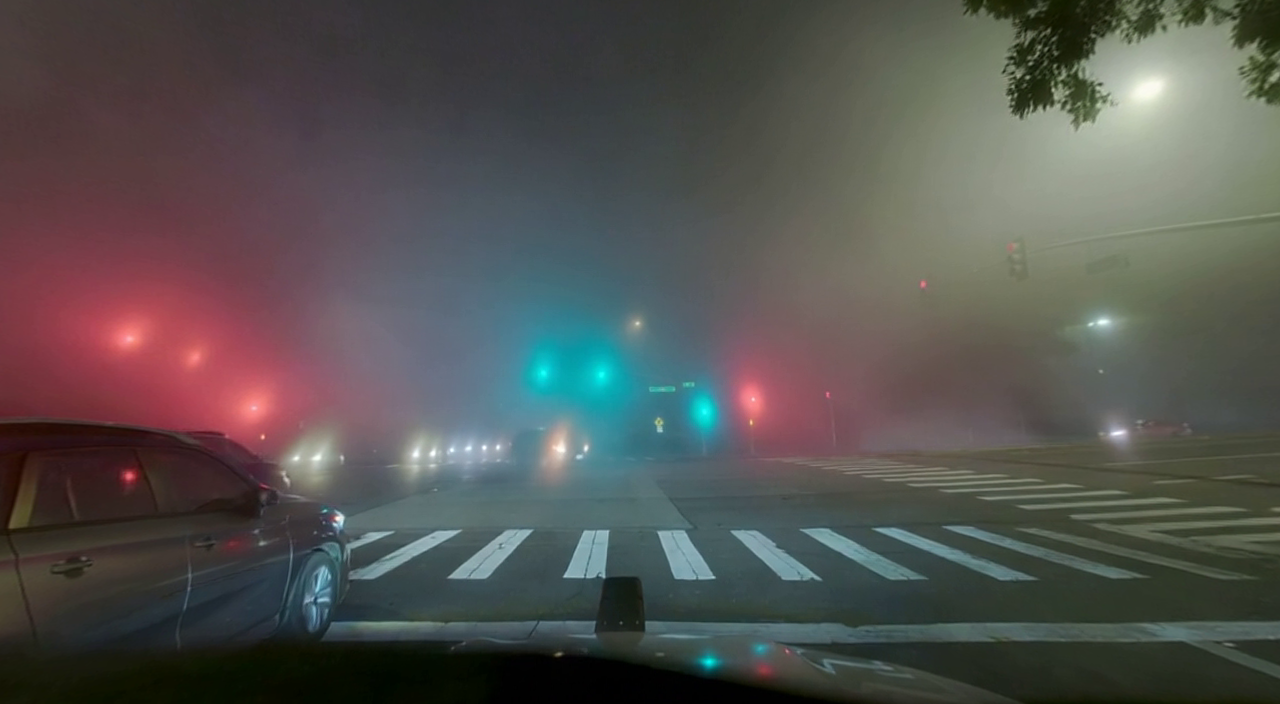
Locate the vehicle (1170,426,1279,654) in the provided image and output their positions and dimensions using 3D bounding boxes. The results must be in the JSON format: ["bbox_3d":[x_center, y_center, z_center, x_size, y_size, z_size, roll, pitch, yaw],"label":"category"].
[{"bbox_3d":[4.943,0.984,2.549,1.949,1.449,4.530,-1,-8,5],"label":"vehicle"}]

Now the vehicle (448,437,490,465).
[{"bbox_3d":[-12.815,7.415,47.538,2.051,1.715,4.346,-3,-6,-2],"label":"vehicle"}]

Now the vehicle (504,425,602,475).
[{"bbox_3d":[-3.743,4.097,26.500,2.109,1.871,4.778,6,-10,-35],"label":"vehicle"}]

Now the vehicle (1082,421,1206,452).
[{"bbox_3d":[25.485,4.307,32.052,4.660,1.495,2.007,0,-8,-3],"label":"vehicle"}]

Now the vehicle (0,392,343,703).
[{"bbox_3d":[-3.075,0.893,2.148,1.919,1.478,4.720,0,-8,-1],"label":"vehicle"}]
